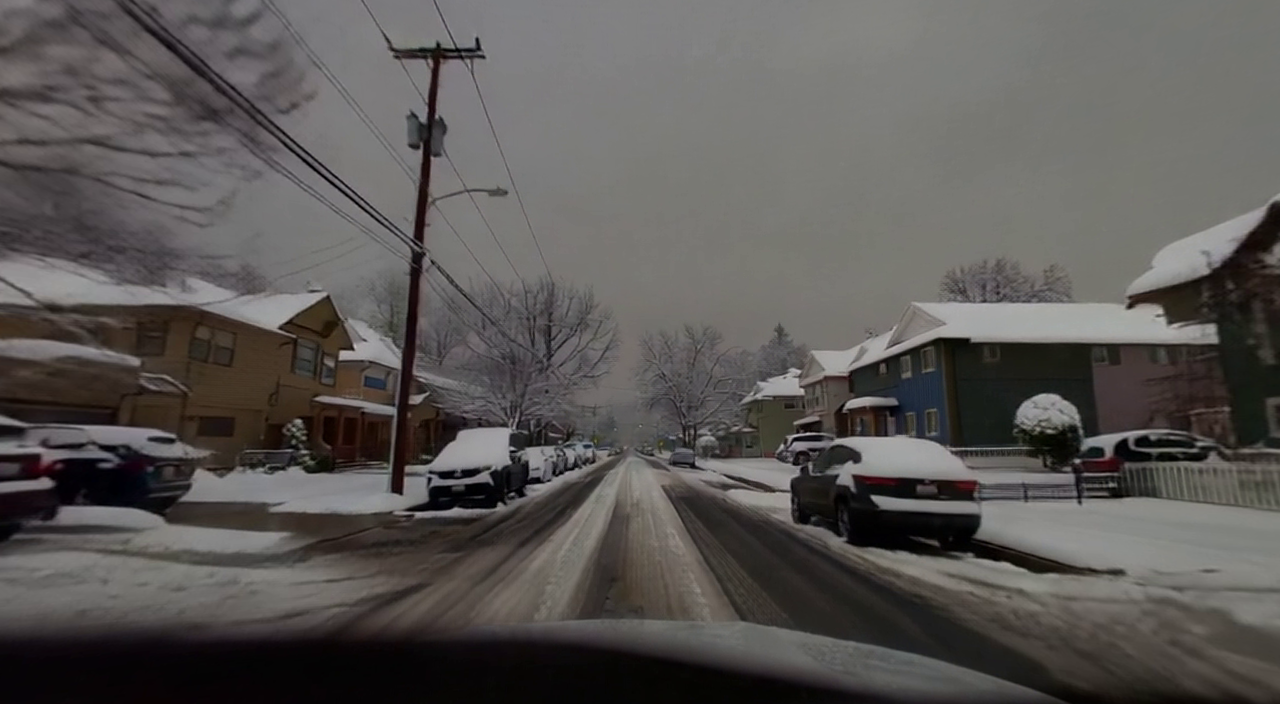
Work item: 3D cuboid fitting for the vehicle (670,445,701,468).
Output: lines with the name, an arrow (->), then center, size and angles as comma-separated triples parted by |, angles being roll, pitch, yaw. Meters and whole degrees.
vehicle -> 3.227, 7.497, 45.446 | 1.916, 1.587, 3.986 | 0, -9, 1

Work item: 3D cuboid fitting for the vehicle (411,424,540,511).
vehicle -> -4.047, 2.937, 16.562 | 2.057, 1.887, 5.053 | 0, -9, -1

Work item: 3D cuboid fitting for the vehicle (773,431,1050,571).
vehicle -> 3.523, 2.001, 9.342 | 2.019, 1.536, 4.405 | 0, -9, -2

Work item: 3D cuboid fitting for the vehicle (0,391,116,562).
vehicle -> -9.102, 1.387, 7.118 | 4.469, 1.816, 2.022 | 0, -9, -1

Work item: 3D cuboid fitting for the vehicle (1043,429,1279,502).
vehicle -> 12.874, 2.762, 15.605 | 4.377, 1.650, 2.107 | 0, -9, -2

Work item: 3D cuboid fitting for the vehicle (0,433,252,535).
vehicle -> -9.197, 2.076, 10.243 | 4.462, 1.460, 2.014 | 0, -9, 1
